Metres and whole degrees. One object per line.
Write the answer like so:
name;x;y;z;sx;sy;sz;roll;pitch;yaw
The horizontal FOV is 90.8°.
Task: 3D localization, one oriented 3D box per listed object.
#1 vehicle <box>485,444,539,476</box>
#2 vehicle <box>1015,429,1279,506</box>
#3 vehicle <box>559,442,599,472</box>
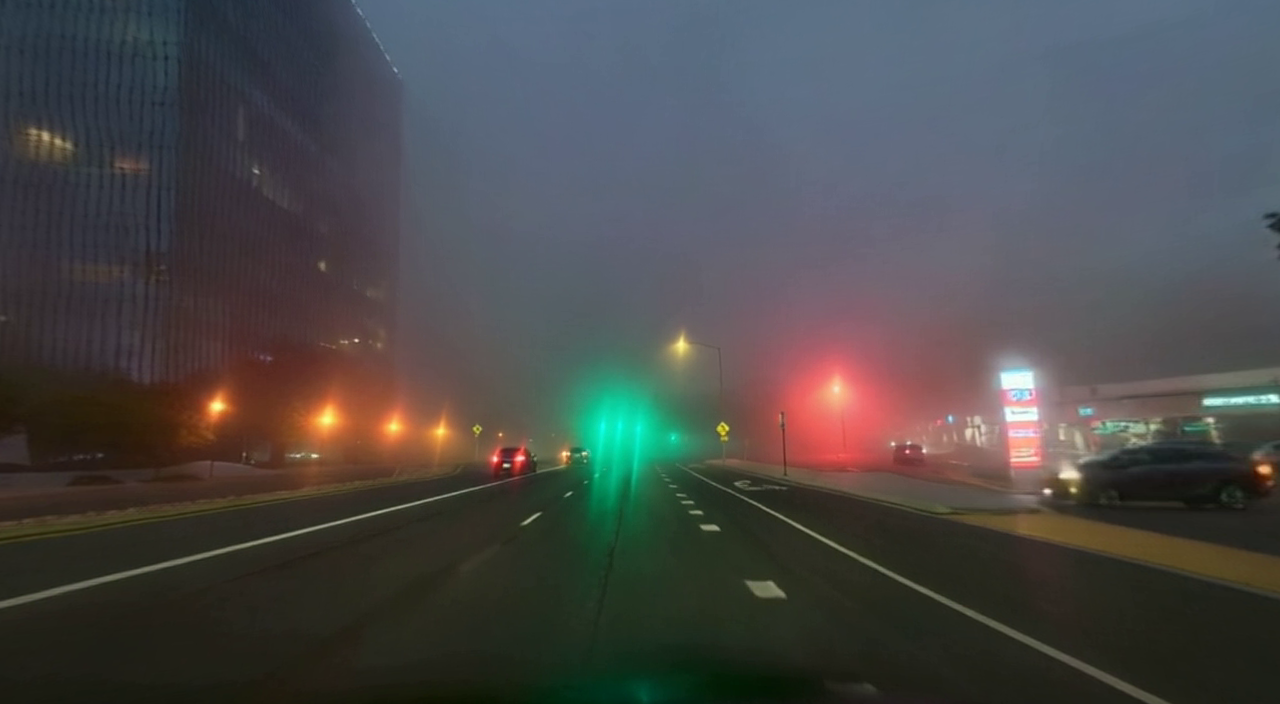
vehicle;-6.831;5.780;34.087;1.909;1.605;4.561;0;-9;1
vehicle;11.265;2.531;14.029;4.513;1.541;1.948;-1;-9;6
vehicle;-3.747;6.535;39.364;2.052;1.729;4.195;0;-9;1
